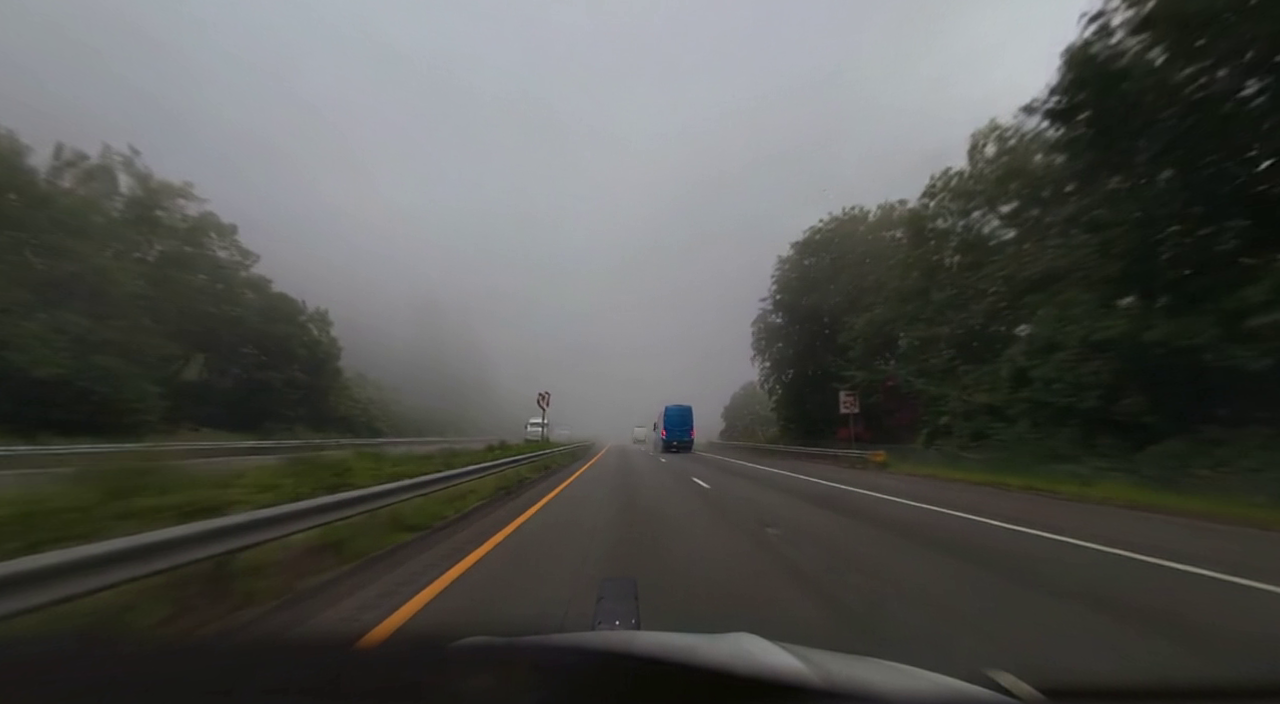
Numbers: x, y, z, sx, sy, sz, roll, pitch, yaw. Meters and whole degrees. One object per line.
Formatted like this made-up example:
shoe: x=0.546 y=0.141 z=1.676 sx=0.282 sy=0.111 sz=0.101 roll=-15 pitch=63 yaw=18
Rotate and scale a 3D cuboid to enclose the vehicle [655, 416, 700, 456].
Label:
vehicle: x=2.572 y=6.003 z=45.029 sx=2.570 sy=2.596 sz=6.082 roll=0 pitch=-8 yaw=-3
